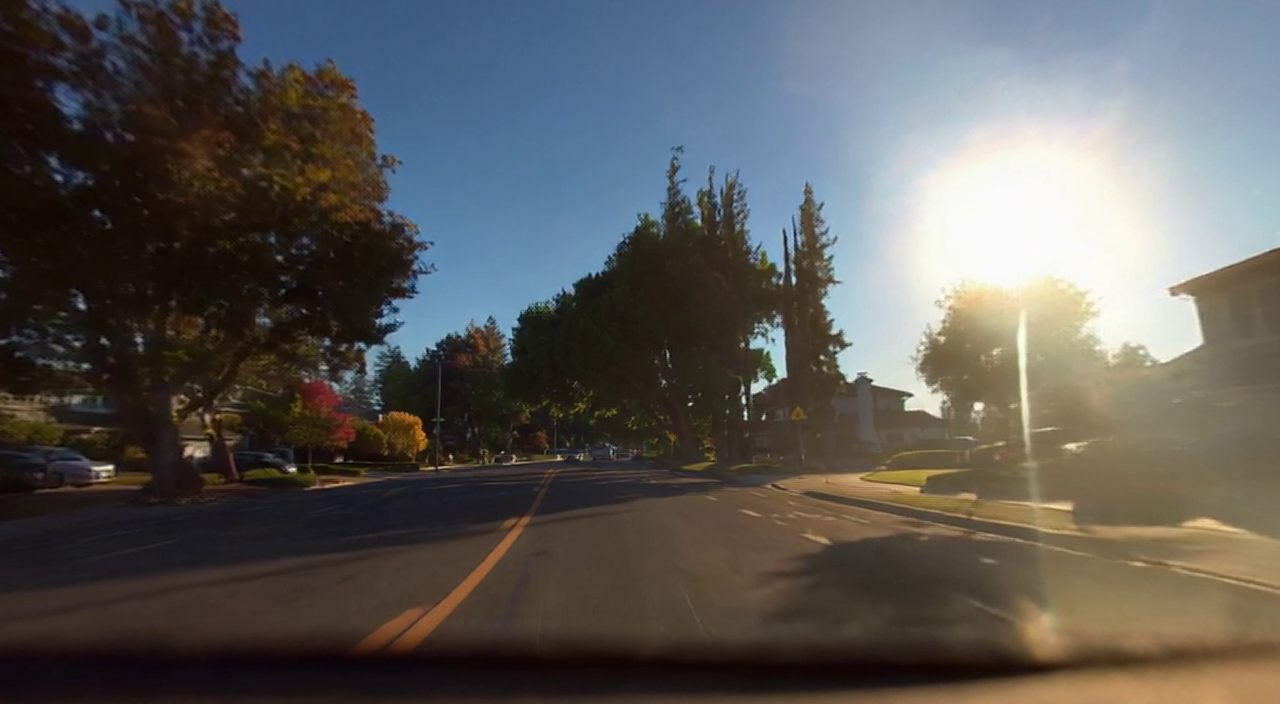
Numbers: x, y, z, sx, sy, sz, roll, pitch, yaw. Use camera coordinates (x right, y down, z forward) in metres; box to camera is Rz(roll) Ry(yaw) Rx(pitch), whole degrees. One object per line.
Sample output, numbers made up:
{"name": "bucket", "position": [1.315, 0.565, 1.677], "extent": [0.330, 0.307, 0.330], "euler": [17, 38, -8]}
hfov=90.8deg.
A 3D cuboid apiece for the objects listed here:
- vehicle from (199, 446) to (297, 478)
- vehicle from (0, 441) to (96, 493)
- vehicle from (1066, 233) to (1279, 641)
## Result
{"name": "vehicle", "position": [-22.283, 6.261, 36.044], "extent": [4.050, 1.755, 2.243], "euler": [1, -8, -3]}
{"name": "vehicle", "position": [-24.297, 4.355, 24.027], "extent": [4.975, 1.847, 2.096], "euler": [0, -8, -10]}
{"name": "vehicle", "position": [7.107, 0.313, 2.588], "extent": [4.991, 2.862, 7.939], "euler": [0, -9, -2]}
